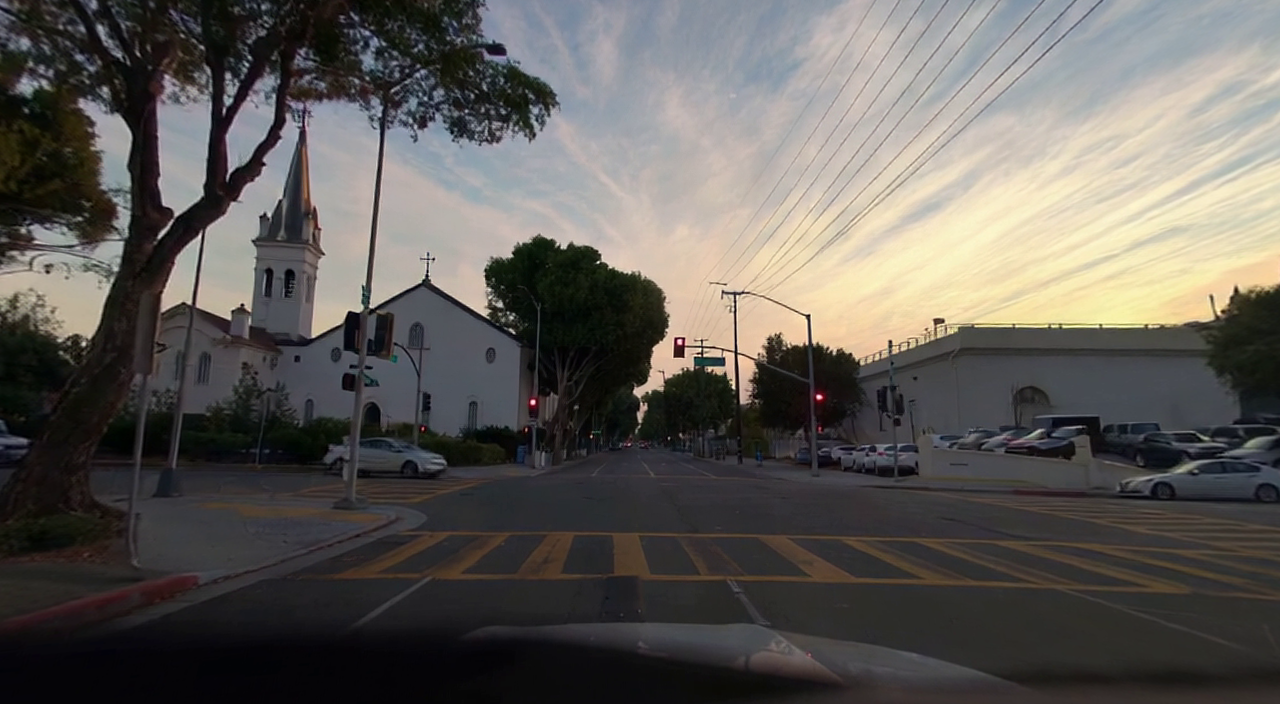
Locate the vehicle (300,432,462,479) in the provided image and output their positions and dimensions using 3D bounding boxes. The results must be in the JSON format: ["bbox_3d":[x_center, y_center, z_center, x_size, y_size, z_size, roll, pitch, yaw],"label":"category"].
[{"bbox_3d":[-8.843,3.558,21.866,4.718,1.497,2.032,0,-9,4],"label":"vehicle"}]
